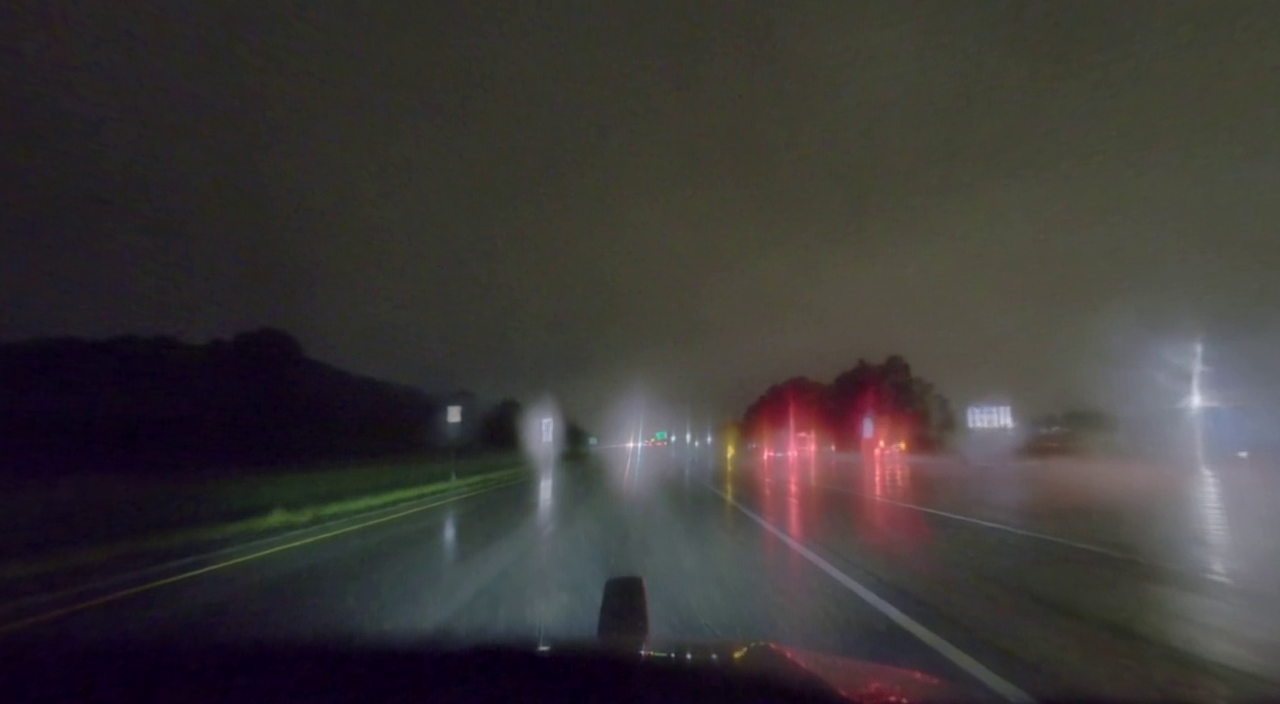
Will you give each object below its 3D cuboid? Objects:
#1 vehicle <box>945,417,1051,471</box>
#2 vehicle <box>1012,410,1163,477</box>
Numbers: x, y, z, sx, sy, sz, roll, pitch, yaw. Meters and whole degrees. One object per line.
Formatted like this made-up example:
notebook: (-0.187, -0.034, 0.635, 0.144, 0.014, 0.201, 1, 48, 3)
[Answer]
vehicle: (27.363, 7.153, 48.820, 2.998, 3.768, 8.212, 0, -9, -2)
vehicle: (27.520, 5.742, 39.517, 3.034, 3.655, 8.487, -1, -8, 0)
